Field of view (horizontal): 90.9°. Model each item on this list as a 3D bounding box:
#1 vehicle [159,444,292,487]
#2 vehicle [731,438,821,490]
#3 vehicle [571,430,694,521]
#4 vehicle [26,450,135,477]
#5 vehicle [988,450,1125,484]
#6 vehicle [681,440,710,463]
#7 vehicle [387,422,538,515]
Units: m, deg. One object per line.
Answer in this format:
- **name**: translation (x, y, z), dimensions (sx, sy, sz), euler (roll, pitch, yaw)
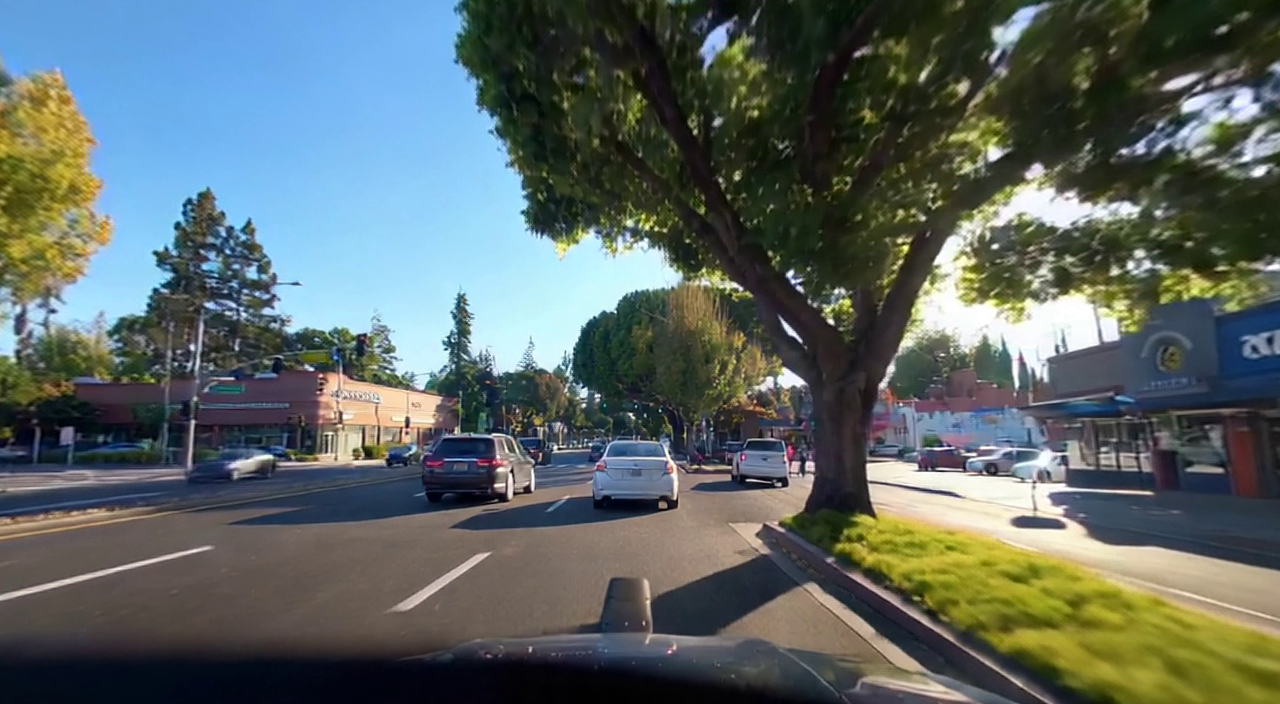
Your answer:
- **vehicle**: translation (-15.495, 4.229, 23.914), dimensions (1.896, 1.468, 4.573), euler (0, -8, 0)
- **vehicle**: translation (4.273, 3.574, 20.510), dimensions (1.979, 1.485, 4.207), euler (0, -8, 0)
- **vehicle**: translation (-0.125, 2.448, 13.028), dimensions (2.121, 1.563, 4.031), euler (0, -8, 0)
- **vehicle**: translation (-31.337, 6.243, 35.469), dimensions (4.106, 1.384, 1.878), euler (4, -9, -26)
- **vehicle**: translation (19.057, 5.275, 29.043), dimensions (4.795, 1.457, 1.986), euler (0, -8, 4)
- **vehicle**: translation (4.085, 7.379, 46.859), dimensions (1.848, 1.665, 3.747), euler (0, -8, 0)
- **vehicle**: translation (-3.569, 2.420, 13.560), dimensions (1.983, 1.685, 3.997), euler (0, -8, 2)
